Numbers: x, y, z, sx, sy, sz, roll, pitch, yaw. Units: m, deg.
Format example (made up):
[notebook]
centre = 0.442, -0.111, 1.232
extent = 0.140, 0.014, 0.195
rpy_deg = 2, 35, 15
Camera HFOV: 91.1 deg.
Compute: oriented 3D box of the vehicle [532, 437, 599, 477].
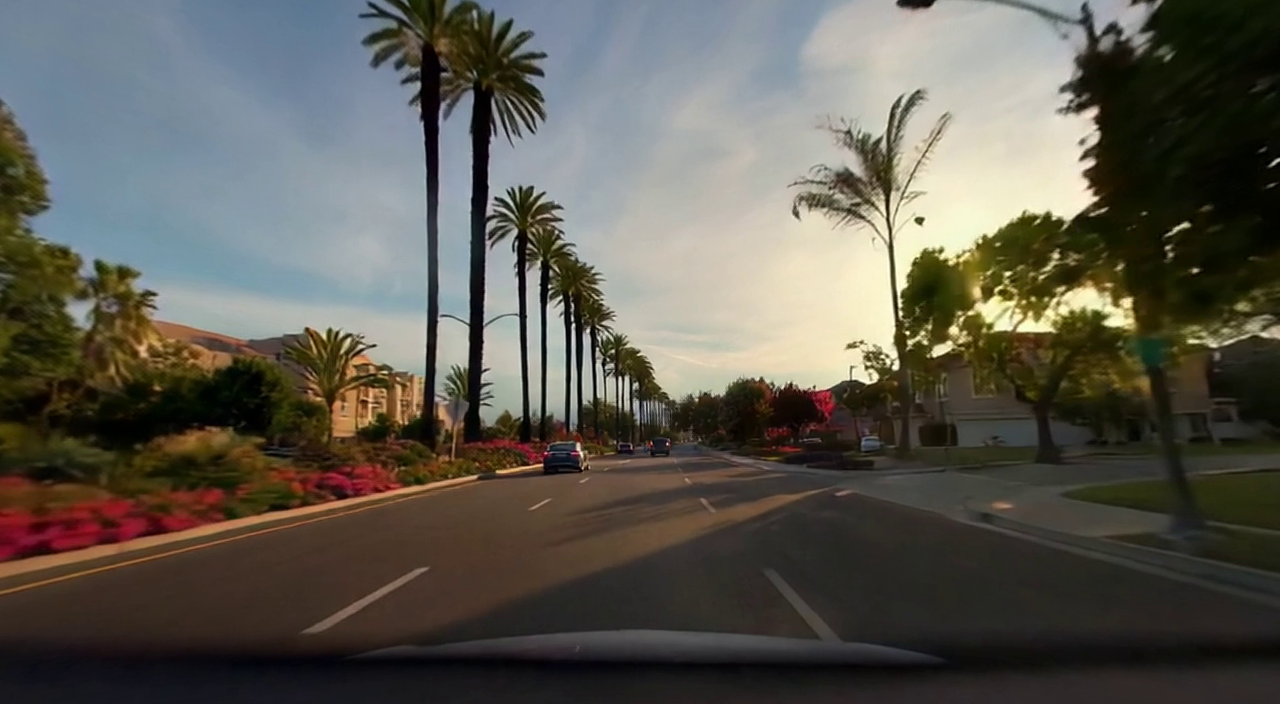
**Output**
[vehicle]
centre = -2.969, 4.307, 26.033
extent = 2.036, 1.478, 4.508
rpy_deg = 0, -8, 2
